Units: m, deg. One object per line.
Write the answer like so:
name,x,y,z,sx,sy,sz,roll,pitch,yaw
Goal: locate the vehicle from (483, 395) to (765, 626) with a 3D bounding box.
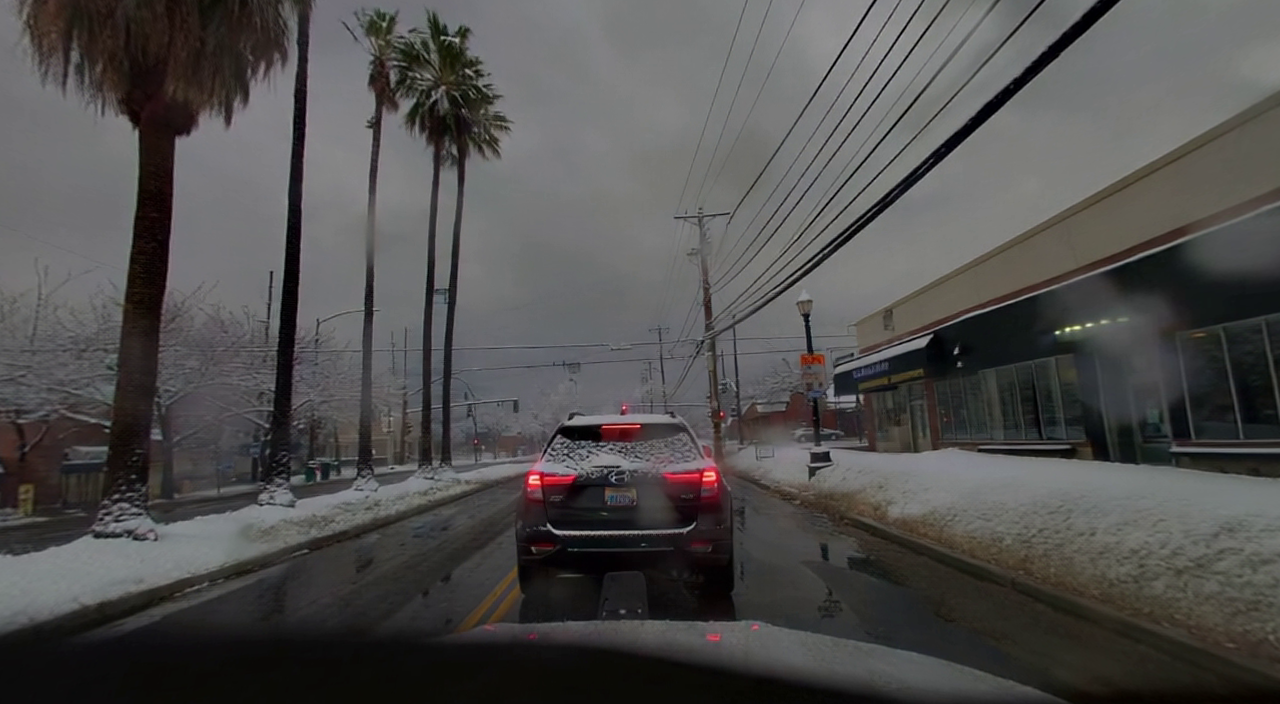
vehicle,-0.204,1.455,6.680,2.105,1.702,3.750,0,-8,-3
